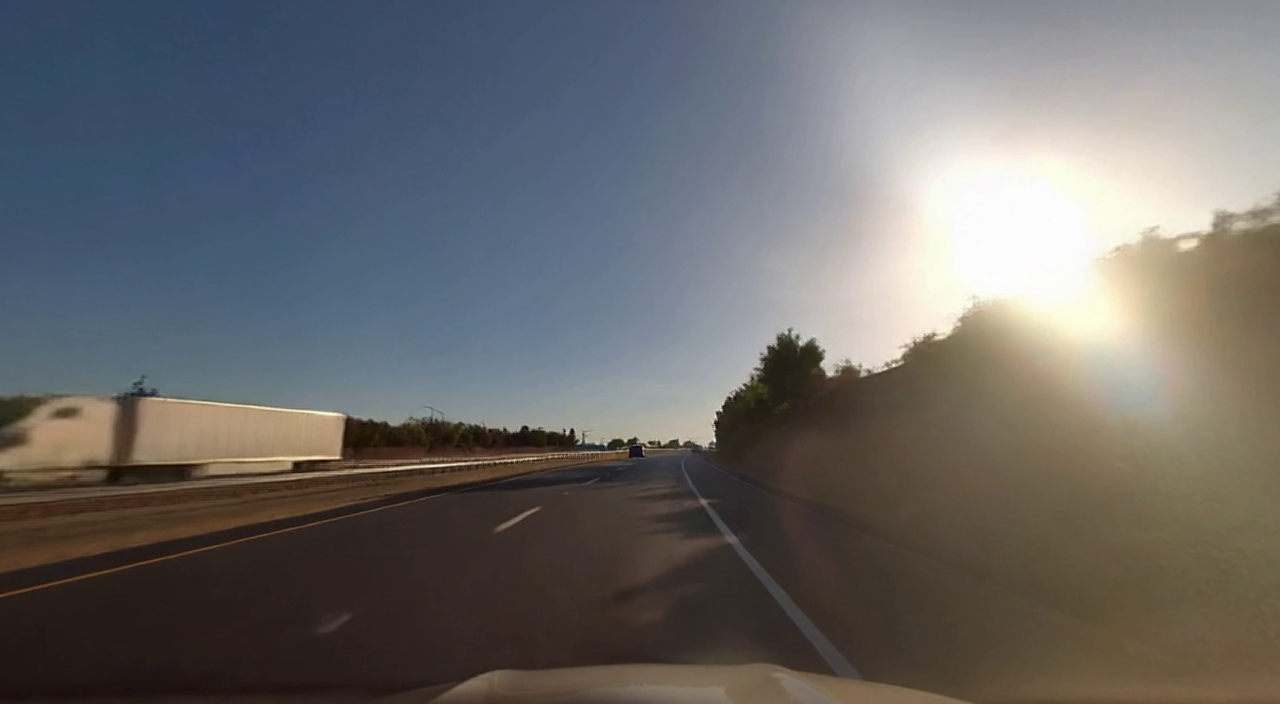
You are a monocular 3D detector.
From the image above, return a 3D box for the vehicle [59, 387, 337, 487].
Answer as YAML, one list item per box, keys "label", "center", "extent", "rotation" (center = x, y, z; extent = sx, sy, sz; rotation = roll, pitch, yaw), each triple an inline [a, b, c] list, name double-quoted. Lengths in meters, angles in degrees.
- label: "vehicle"
  center: [-22.841, 4.871, 35.245]
  extent: [2.906, 4.213, 16.623]
  rotation: [-1, -9, 3]

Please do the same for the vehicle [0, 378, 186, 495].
- label: "vehicle"
  center: [-23.348, 3.519, 25.735]
  extent: [3.037, 3.998, 8.244]
  rotation: [-1, -9, 3]
